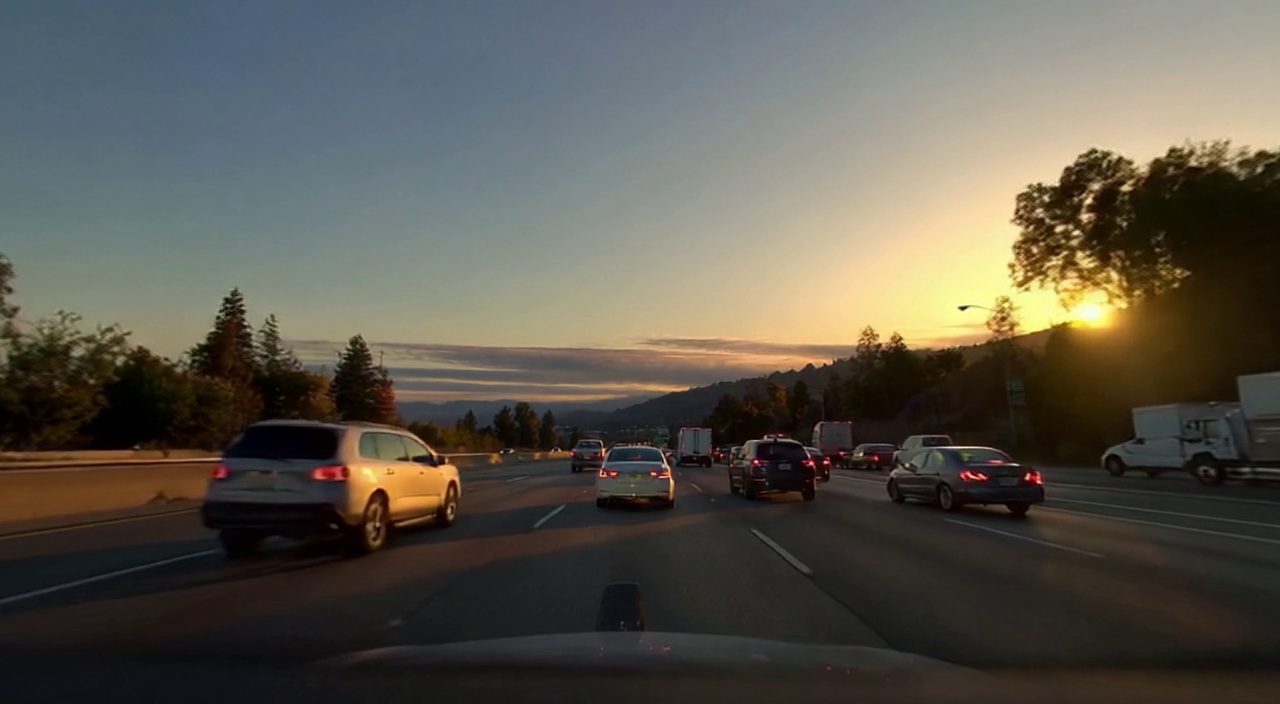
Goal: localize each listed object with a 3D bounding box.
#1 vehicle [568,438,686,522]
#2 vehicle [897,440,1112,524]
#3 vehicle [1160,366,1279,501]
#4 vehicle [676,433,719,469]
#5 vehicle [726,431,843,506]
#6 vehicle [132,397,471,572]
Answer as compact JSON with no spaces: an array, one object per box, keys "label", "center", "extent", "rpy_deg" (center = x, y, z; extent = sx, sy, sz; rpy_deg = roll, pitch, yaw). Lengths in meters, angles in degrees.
[{"label":"vehicle","center":[-0.200,2.641,13.496],"extent":[2.132,1.499,4.038],"rpy_deg":[0,-9,1]},{"label":"vehicle","center":[7.603,2.734,13.811],"extent":[2.021,1.505,4.480],"rpy_deg":[0,-9,0]},{"label":"vehicle","center":[20.111,2.372,18.261],"extent":[3.061,3.869,7.169],"rpy_deg":[2,-9,-10]},{"label":"vehicle","center":[3.948,6.941,44.225],"extent":[2.440,2.313,5.266],"rpy_deg":[0,-9,0]},{"label":"vehicle","center":[3.572,2.970,16.433],"extent":[2.053,1.666,4.106],"rpy_deg":[0,-9,0]},{"label":"vehicle","center":[-4.033,1.678,8.649],"extent":[2.079,1.741,4.436],"rpy_deg":[0,-9,1]}]
